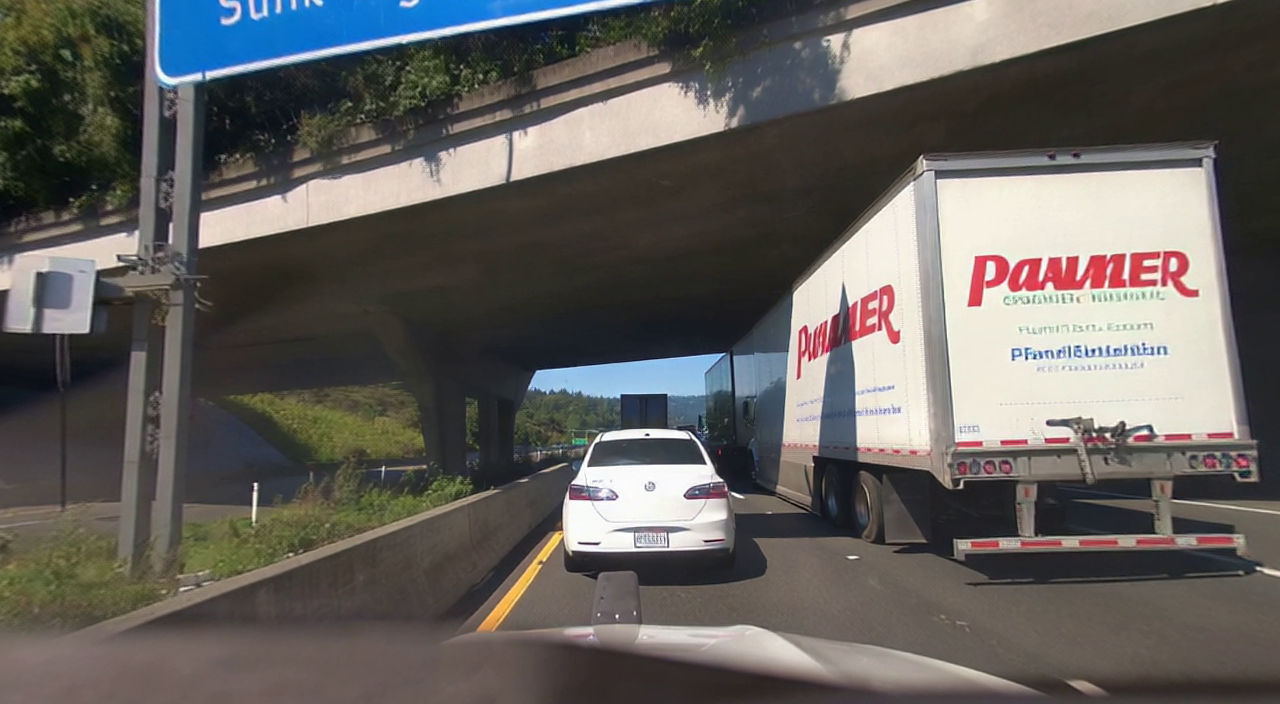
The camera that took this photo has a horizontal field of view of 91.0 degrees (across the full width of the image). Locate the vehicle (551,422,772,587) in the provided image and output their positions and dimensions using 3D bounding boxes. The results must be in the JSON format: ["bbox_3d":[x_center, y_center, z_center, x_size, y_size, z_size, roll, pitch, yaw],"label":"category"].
[{"bbox_3d":[0.183,1.674,7.697,2.045,1.490,3.597,-1,-8,0],"label":"vehicle"}]

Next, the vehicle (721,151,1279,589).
[{"bbox_3d":[4.193,1.062,12.938,2.827,4.081,14.305,0,-8,-1],"label":"vehicle"}]

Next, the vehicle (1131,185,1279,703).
[{"bbox_3d":[4.731,0.111,0.640,2.892,2.615,6.650,0,-8,-2],"label":"vehicle"}]
